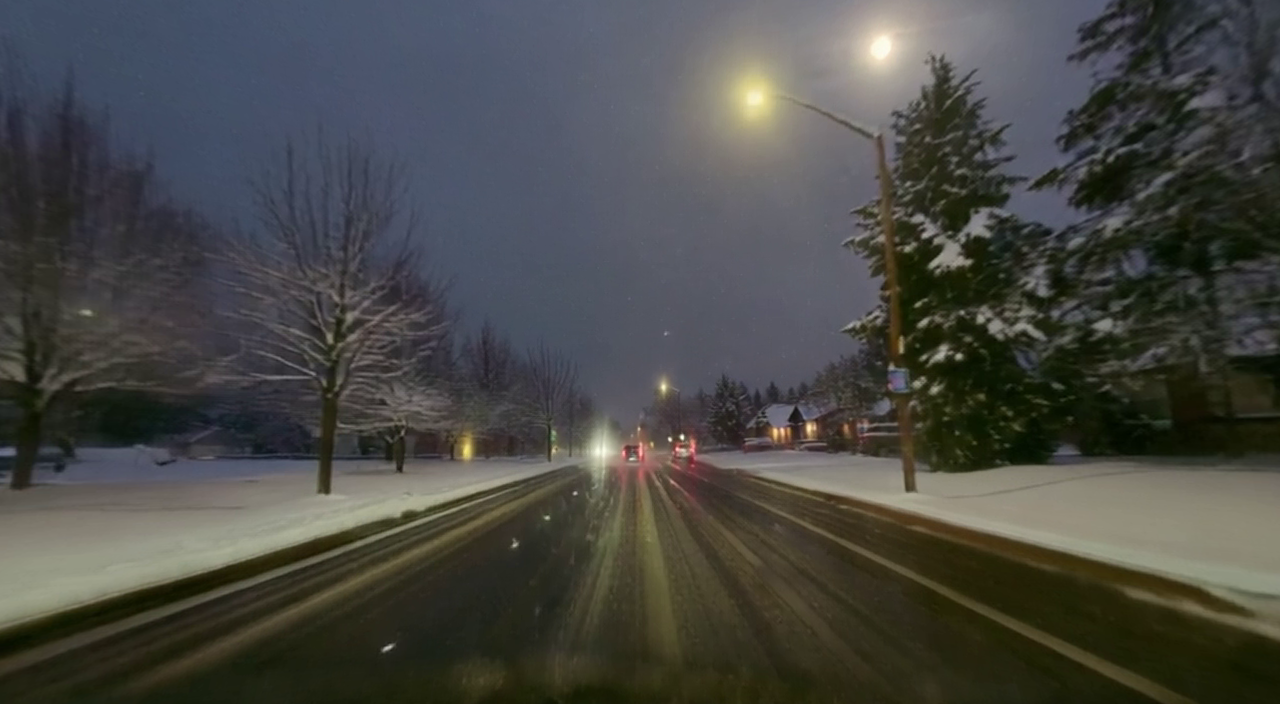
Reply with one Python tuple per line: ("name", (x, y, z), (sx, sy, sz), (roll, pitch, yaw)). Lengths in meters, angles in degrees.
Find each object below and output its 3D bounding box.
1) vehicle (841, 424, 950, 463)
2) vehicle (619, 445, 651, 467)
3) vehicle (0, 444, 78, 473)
("vehicle", (13.146, 4.752, 32.574), (4.739, 1.918, 2.071), (-1, -8, 2))
("vehicle", (-0.343, 7.048, 42.723), (2.054, 1.456, 4.003), (0, -9, -1))
("vehicle", (-43.514, 7.557, 44.730), (2.136, 1.922, 5.105), (0, -9, 1))
